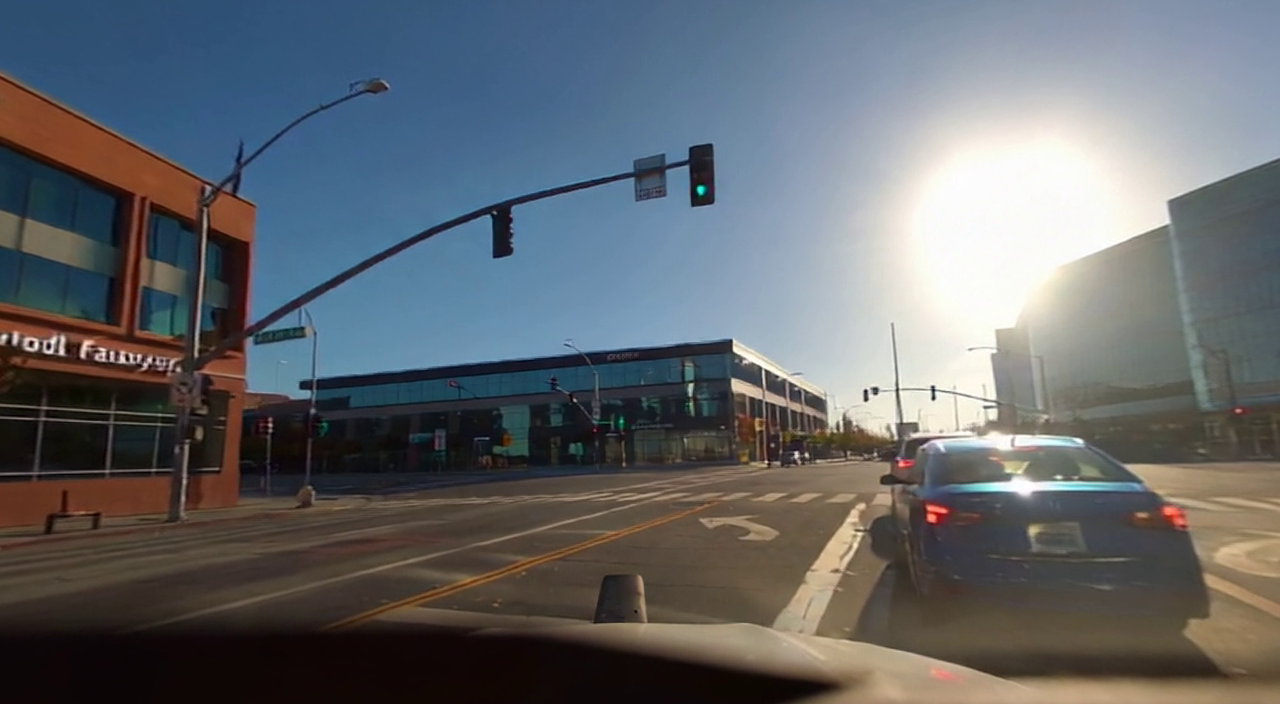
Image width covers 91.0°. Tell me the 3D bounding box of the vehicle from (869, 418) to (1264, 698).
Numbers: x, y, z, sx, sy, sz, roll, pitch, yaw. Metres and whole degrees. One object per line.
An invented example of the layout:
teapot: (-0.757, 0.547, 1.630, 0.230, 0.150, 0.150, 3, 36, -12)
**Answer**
vehicle: (3.183, 1.445, 5.801, 1.872, 1.459, 4.483, -3, -9, 20)
